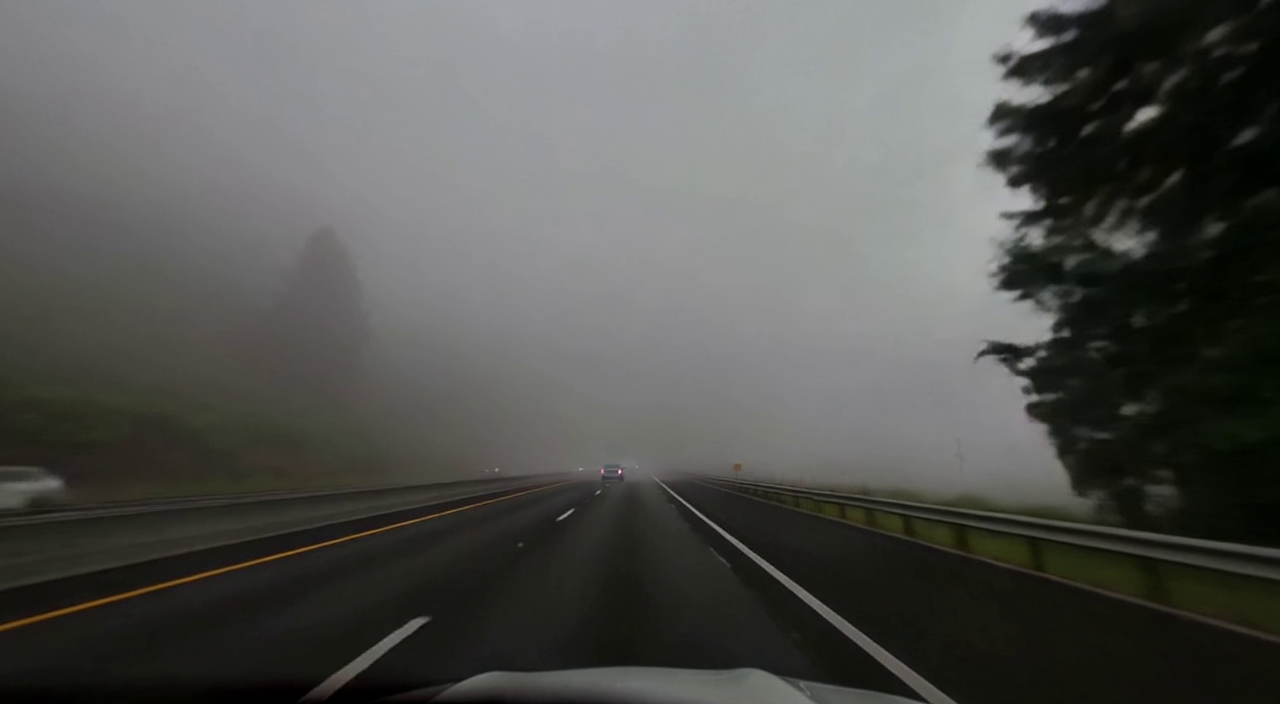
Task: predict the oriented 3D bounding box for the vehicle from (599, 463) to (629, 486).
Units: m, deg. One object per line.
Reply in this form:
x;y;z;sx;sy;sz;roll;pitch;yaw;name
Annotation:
-1.876;9.040;46.699;1.900;1.550;4.146;1;-10;2;vehicle
